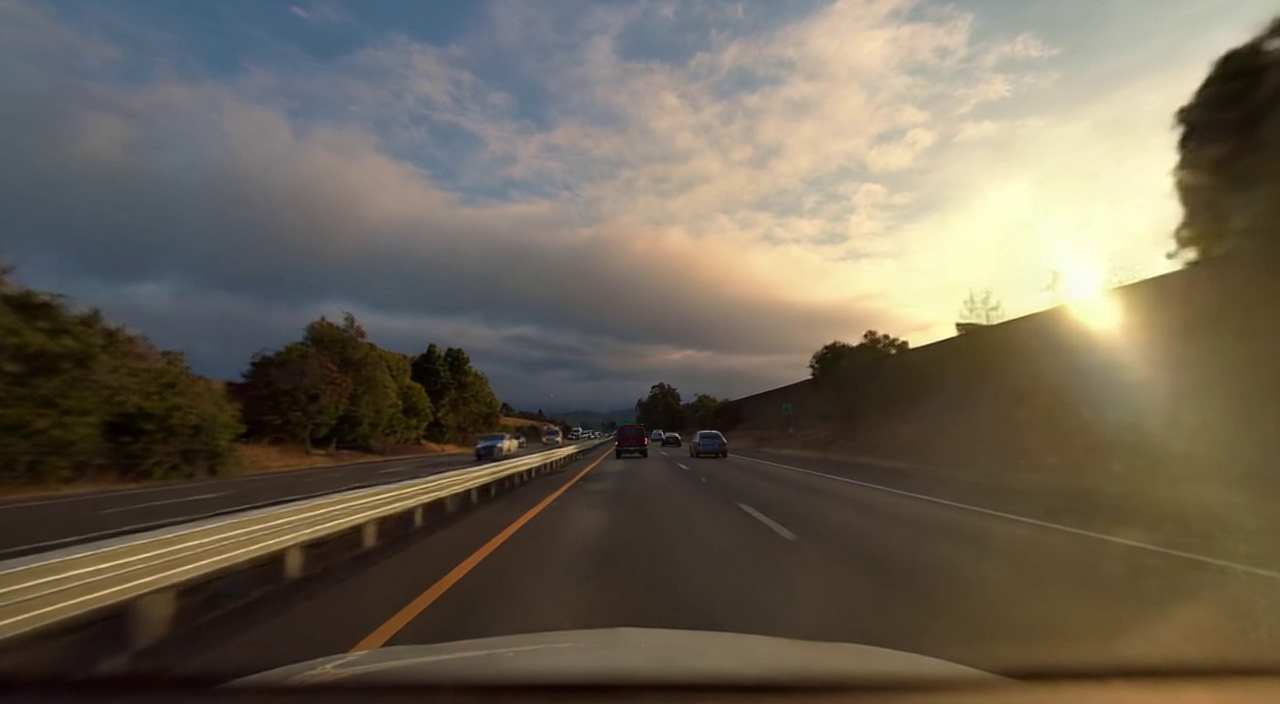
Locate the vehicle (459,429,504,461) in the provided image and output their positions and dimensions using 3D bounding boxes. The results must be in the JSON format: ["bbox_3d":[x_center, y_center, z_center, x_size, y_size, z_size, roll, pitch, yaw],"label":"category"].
[{"bbox_3d":[-9.302,5.474,37.226,1.811,1.736,3.792,-2,-7,-1],"label":"vehicle"}]

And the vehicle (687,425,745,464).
[{"bbox_3d":[3.364,4.190,28.629,1.981,1.606,3.956,0,-8,-2],"label":"vehicle"}]

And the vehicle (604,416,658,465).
[{"bbox_3d":[-0.456,4.100,29.261,2.270,2.044,4.633,0,-8,-2],"label":"vehicle"}]
